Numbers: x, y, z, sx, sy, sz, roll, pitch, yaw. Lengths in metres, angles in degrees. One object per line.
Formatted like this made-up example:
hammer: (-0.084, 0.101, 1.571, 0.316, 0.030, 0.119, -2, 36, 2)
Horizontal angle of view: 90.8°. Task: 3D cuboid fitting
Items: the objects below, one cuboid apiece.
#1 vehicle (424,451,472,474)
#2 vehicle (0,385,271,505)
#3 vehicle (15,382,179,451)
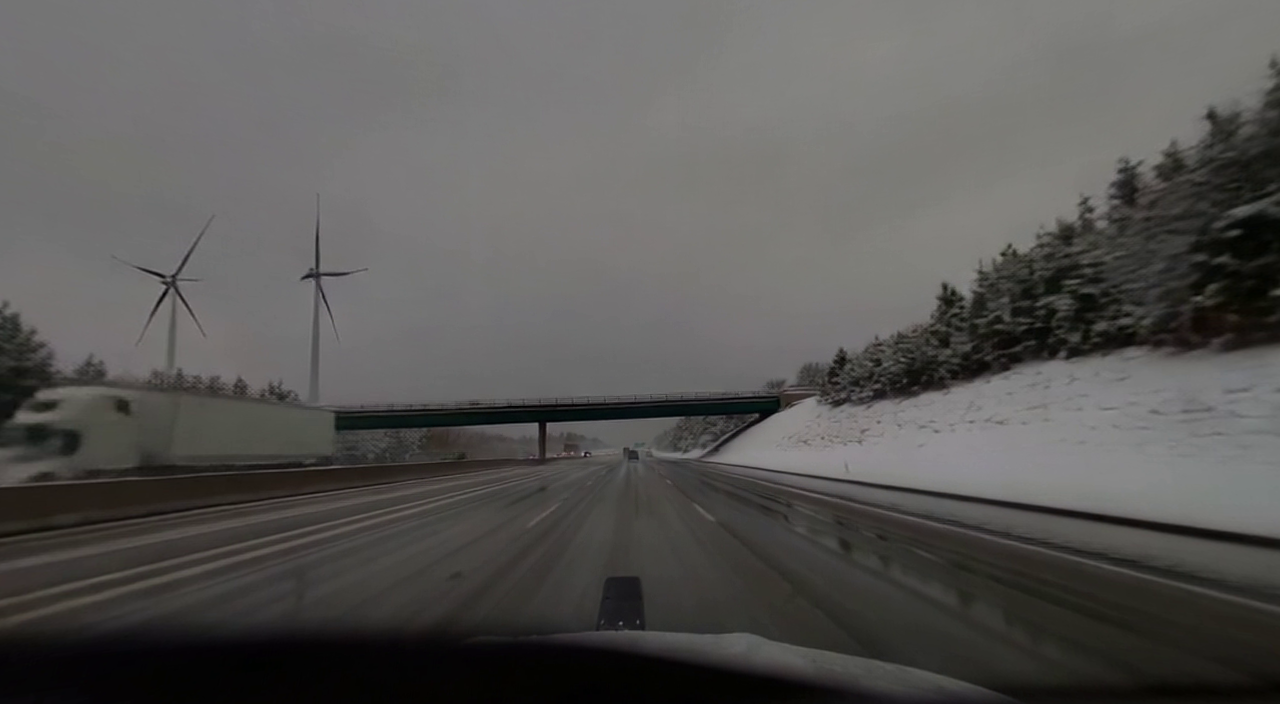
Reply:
vehicle: (-12.649, 7.289, 41.820, 1.887, 1.441, 4.148, 0, -9, 0)
vehicle: (-19.646, 3.743, 25.232, 3.140, 3.718, 11.043, 0, -9, 0)
vehicle: (-19.716, 2.238, 23.268, 1.970, 1.671, 4.758, 0, 5, -2)
